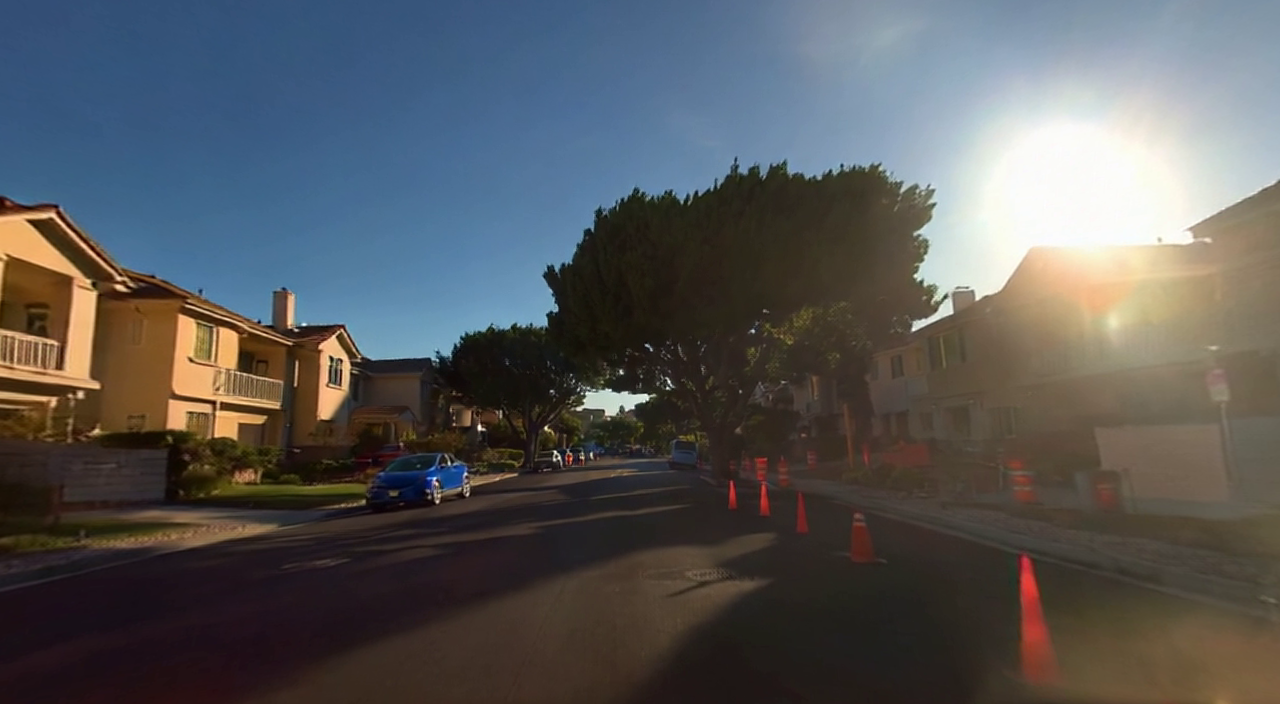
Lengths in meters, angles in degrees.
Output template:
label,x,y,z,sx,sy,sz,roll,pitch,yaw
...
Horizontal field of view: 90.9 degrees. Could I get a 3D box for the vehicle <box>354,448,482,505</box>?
label,x,y,z,sx,sy,sz,roll,pitch,yaw
vehicle,-6.526,3.686,19.184,2.137,1.481,4.503,0,-9,2

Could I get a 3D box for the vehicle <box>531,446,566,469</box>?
label,x,y,z,sx,sy,sz,roll,pitch,yaw
vehicle,-6.704,7.770,46.541,1.957,1.608,4.476,0,-9,-1
